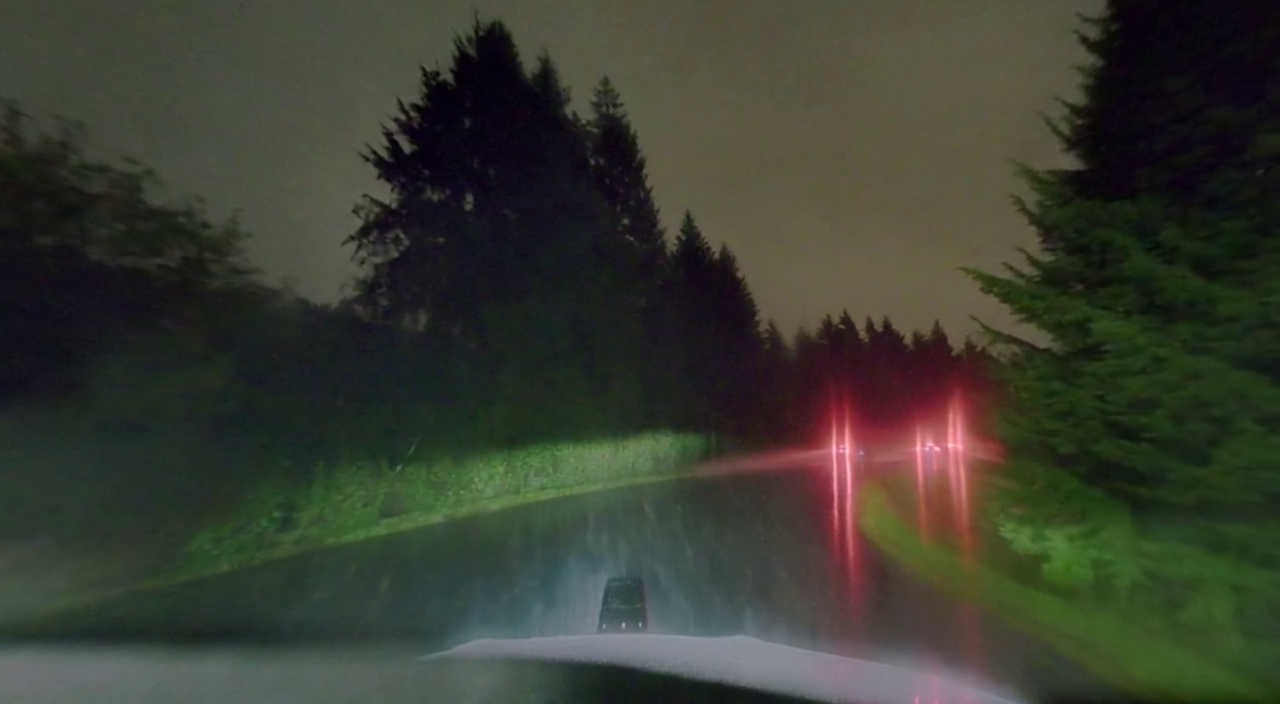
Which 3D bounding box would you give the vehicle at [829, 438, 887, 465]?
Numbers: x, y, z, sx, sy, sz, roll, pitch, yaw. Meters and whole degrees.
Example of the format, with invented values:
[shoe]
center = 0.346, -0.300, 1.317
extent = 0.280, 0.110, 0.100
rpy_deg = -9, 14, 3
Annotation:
[vehicle]
center = 15.606, 7.064, 44.849
extent = 4.257, 1.789, 1.988
rpy_deg = 7, -10, -39
